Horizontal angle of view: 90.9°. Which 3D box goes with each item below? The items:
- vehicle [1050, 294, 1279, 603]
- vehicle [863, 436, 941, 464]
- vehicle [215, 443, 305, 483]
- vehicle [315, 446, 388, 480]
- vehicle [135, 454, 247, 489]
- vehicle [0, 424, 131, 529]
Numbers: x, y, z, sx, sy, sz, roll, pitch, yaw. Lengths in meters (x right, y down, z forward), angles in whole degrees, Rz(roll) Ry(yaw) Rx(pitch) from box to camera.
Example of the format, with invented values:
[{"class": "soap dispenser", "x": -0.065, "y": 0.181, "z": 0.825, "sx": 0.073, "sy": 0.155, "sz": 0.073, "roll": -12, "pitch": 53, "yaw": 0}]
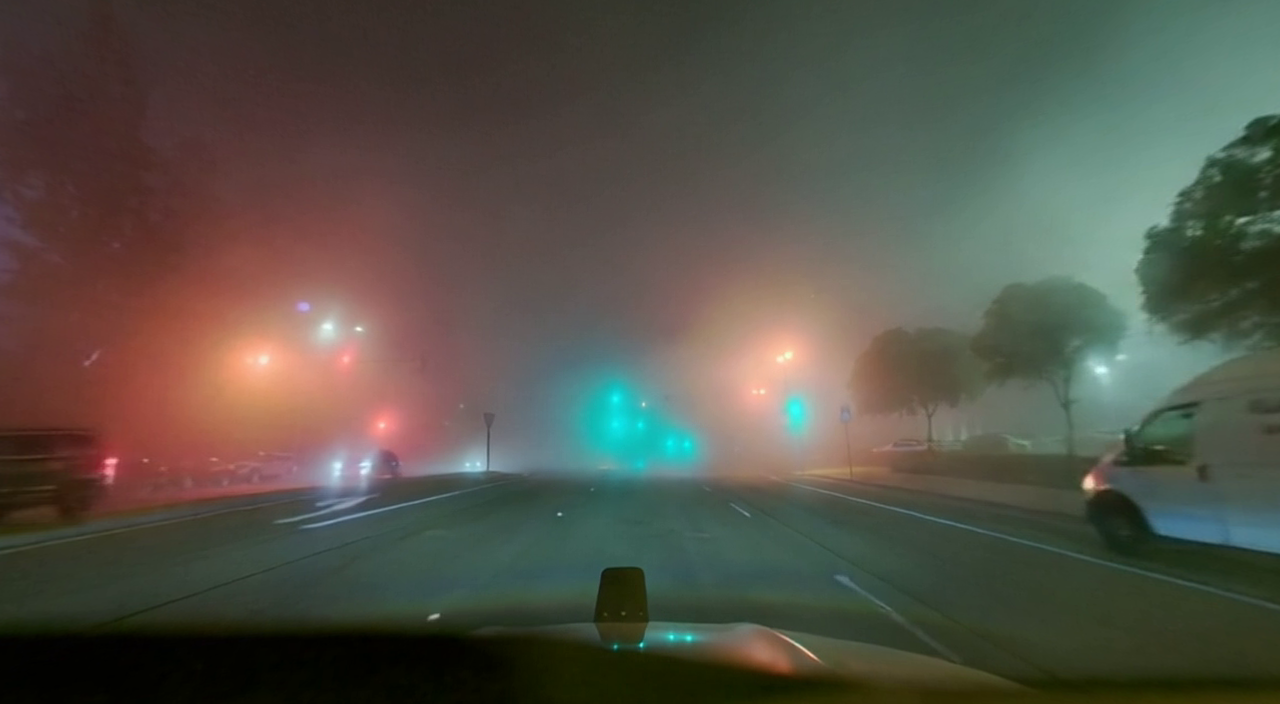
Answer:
[{"class": "vehicle", "x": 6.966, "y": 0.798, "z": 5.228, "sx": 2.391, "sy": 2.750, "sz": 6.853, "roll": 0, "pitch": -8, "yaw": -1}, {"class": "vehicle", "x": 17.538, "y": 6.594, "z": 42.438, "sx": 4.329, "sy": 1.502, "sz": 2.122, "roll": -3, "pitch": -4, "yaw": 6}, {"class": "vehicle", "x": -22.479, "y": 6.626, "z": 37.605, "sx": 2.073, "sy": 2.101, "sz": 5.177, "roll": -4, "pitch": -10, "yaw": 1}, {"class": "vehicle", "x": -15.741, "y": 6.054, "z": 34.664, "sx": 1.945, "sy": 1.737, "sz": 4.358, "roll": 0, "pitch": -8, "yaw": 0}, {"class": "vehicle", "x": -22.640, "y": 6.003, "z": 32.112, "sx": 1.838, "sy": 1.526, "sz": 5.104, "roll": -1, "pitch": -8, "yaw": 2}, {"class": "vehicle", "x": -12.226, "y": 2.185, "z": 11.104, "sx": 2.419, "sy": 1.787, "sz": 4.859, "roll": 0, "pitch": -8, "yaw": 0}]
